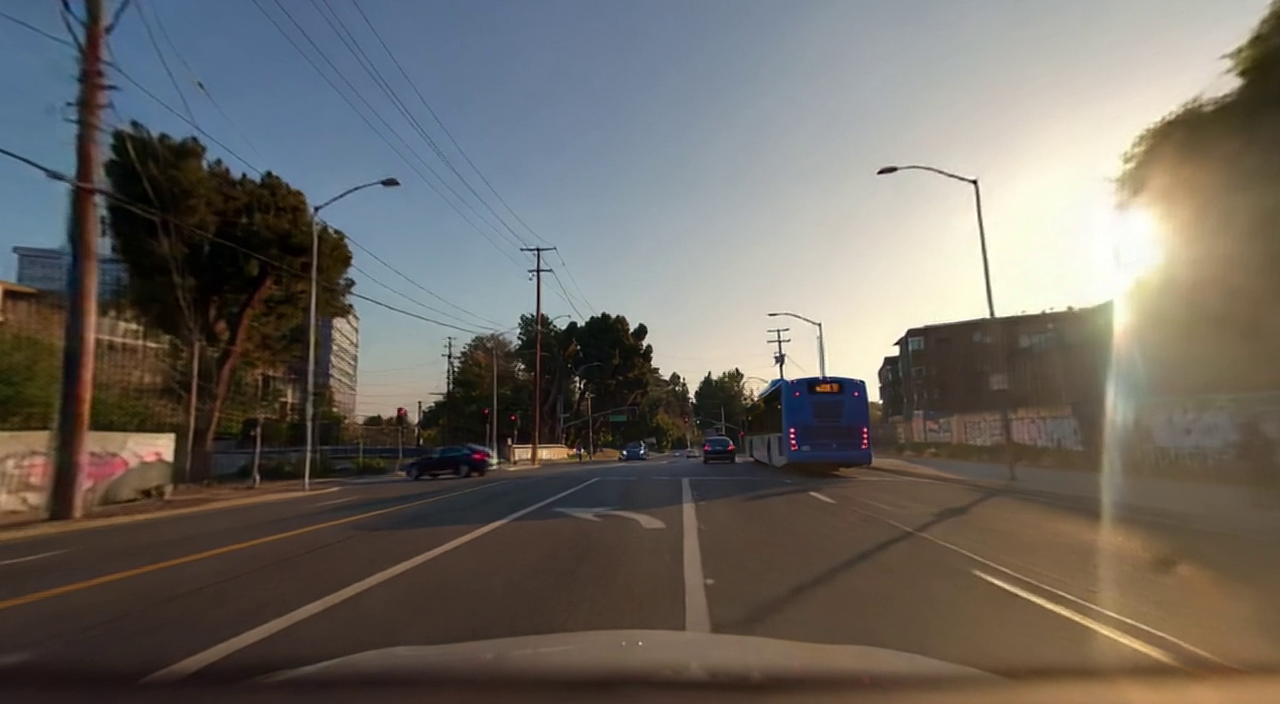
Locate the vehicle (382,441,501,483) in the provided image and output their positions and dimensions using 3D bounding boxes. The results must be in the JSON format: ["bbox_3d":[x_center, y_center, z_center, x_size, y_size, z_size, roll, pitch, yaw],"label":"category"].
[{"bbox_3d":[-8.043,4.404,25.622,4.420,1.544,2.018,-5,-9,27],"label":"vehicle"}]

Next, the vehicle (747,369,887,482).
[{"bbox_3d":[6.497,3.166,25.815,3.045,3.447,12.604,-1,-8,4],"label":"vehicle"}]

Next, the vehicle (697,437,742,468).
[{"bbox_3d":[3.972,5.093,32.183,1.961,1.470,4.196,-1,-8,3],"label":"vehicle"}]
